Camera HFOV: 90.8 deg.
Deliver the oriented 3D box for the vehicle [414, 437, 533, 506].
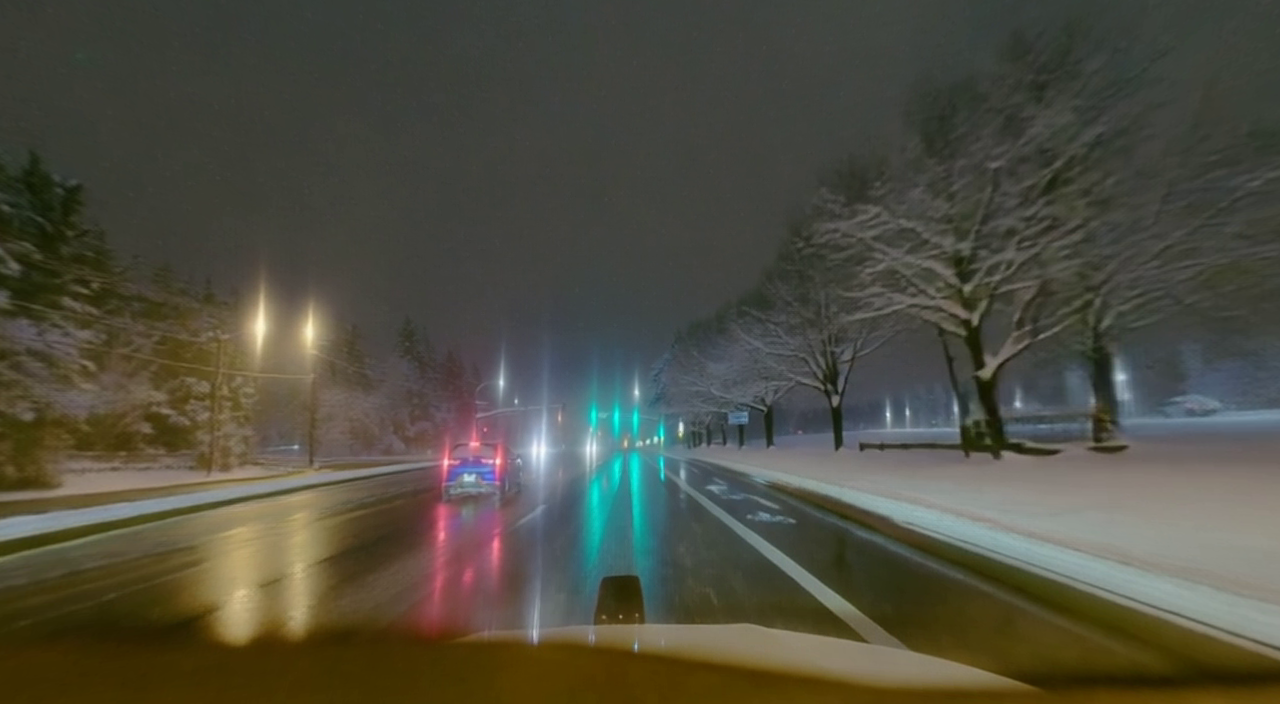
[{"bbox_3d":[-3.981,2.904,15.874,1.964,1.472,4.078,0,-8,-2],"label":"vehicle"}]
